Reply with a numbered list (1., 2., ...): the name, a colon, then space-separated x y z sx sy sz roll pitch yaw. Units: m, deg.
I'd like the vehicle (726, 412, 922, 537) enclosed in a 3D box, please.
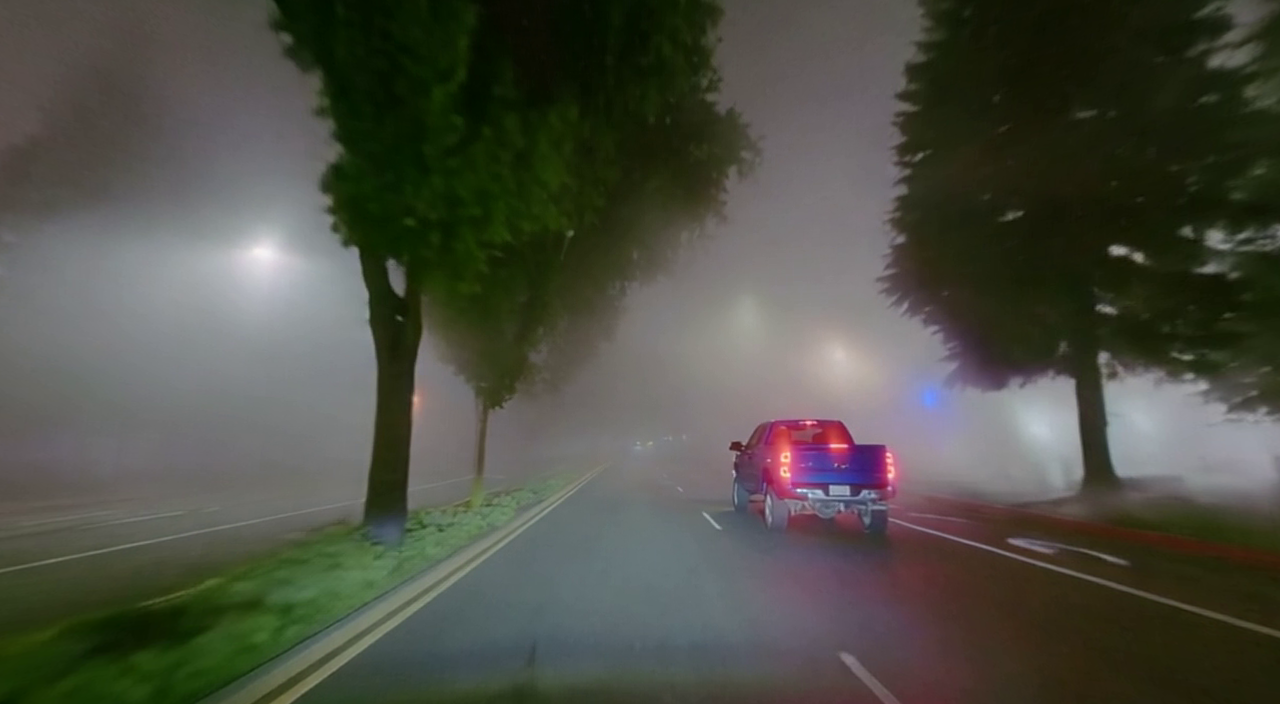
1. vehicle: 3.090 2.207 12.052 2.085 1.828 5.383 0 -9 0
